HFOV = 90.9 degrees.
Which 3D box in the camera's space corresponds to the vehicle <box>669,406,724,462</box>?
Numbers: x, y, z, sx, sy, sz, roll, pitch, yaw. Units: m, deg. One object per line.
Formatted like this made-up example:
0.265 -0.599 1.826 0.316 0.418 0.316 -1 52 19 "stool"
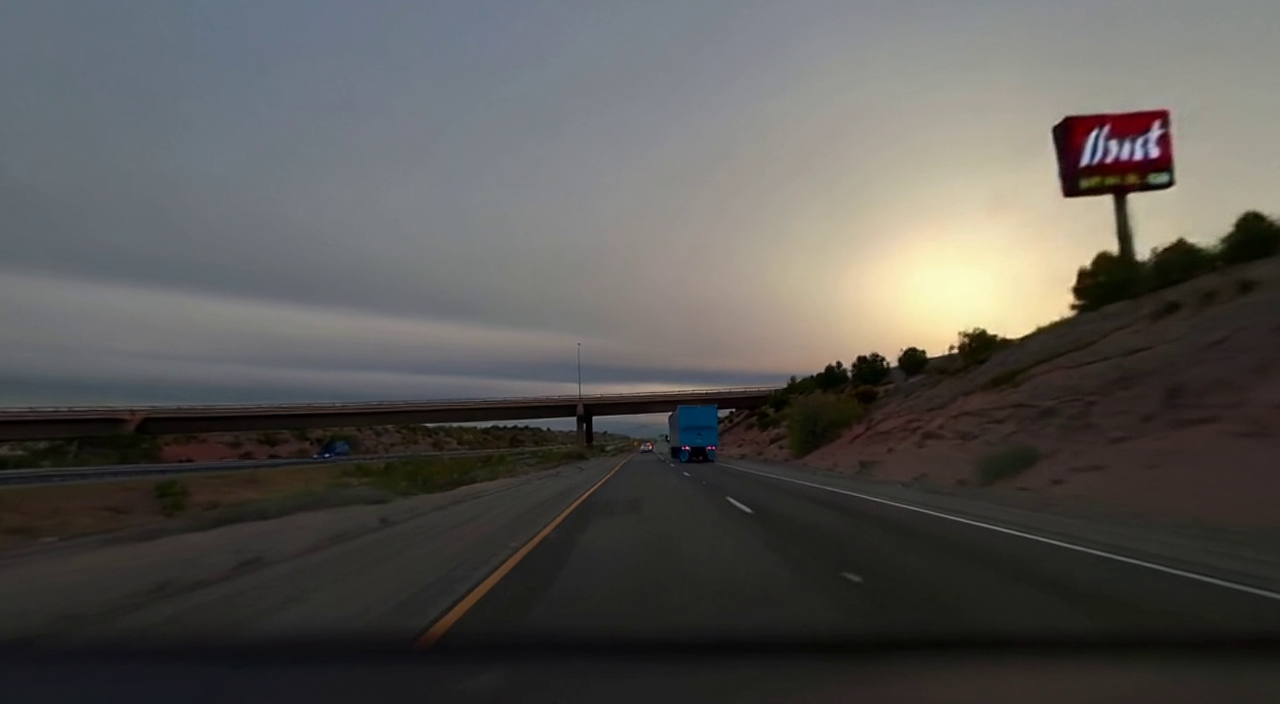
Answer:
4.083 6.326 48.027 3.024 3.834 10.128 0 -8 -1 "vehicle"
